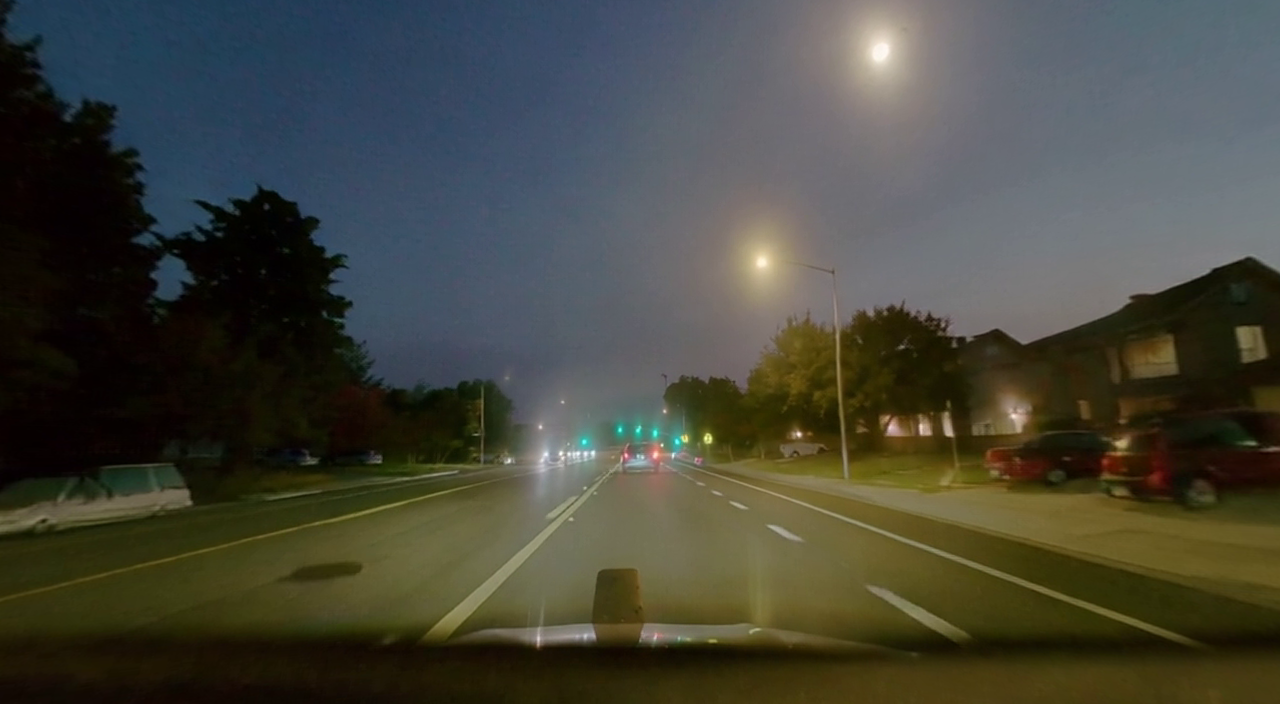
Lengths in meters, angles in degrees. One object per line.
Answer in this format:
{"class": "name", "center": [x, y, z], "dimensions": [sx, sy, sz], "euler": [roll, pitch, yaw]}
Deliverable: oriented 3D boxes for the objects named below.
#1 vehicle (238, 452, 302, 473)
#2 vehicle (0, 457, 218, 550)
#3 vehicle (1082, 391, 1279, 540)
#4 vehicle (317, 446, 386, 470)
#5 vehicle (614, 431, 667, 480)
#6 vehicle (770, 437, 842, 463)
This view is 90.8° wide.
{"class": "vehicle", "center": [-26.526, 7.894, 45.357], "dimensions": [3.522, 1.372, 1.652], "euler": [0, -9, -5]}
{"class": "vehicle", "center": [-12.388, 3.164, 14.040], "dimensions": [2.192, 1.541, 5.391], "euler": [0, -9, 2]}
{"class": "vehicle", "center": [11.121, 1.692, 10.281], "dimensions": [6.052, 2.078, 2.174], "euler": [-3, -8, 1]}
{"class": "vehicle", "center": [-20.936, 7.700, 45.926], "dimensions": [4.020, 1.635, 1.875], "euler": [0, -8, 2]}
{"class": "vehicle", "center": [-0.016, 4.560, 28.004], "dimensions": [2.153, 1.942, 4.767], "euler": [0, -9, -1]}
{"class": "vehicle", "center": [12.721, 7.517, 48.652], "dimensions": [4.870, 1.926, 2.094], "euler": [0, -8, -1]}
